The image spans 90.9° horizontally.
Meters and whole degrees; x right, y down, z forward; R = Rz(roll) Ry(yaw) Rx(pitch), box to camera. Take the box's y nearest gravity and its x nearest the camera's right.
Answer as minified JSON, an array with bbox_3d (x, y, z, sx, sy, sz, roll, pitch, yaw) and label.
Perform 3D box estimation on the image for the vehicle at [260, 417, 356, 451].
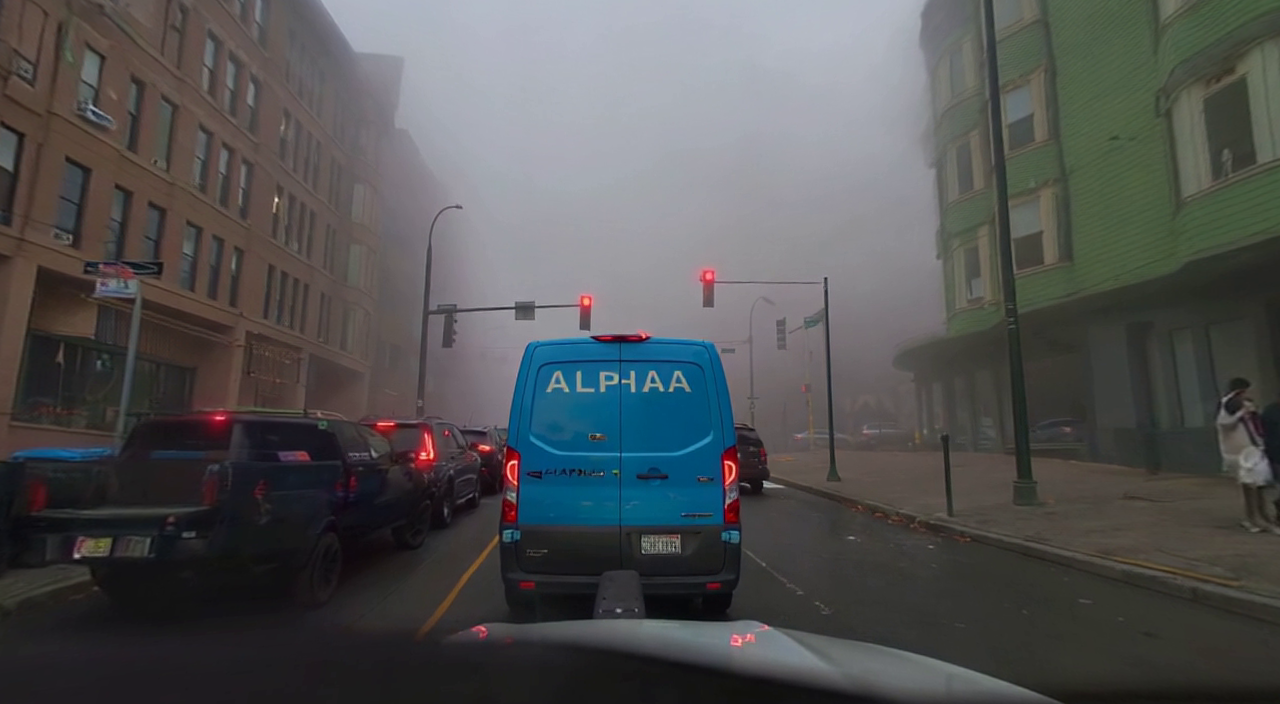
[{"bbox_3d":[-15.850,3.937,30.267,3.713,1.571,1.751,2,-8,-16],"label":"vehicle"}]

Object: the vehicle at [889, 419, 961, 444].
[{"bbox_3d":[16.102,4.504,35.660,3.381,1.391,1.529,1,-8,-11],"label":"vehicle"}]

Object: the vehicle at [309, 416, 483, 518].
[{"bbox_3d":[-3.956,1.893,10.870,1.841,1.461,3.426,1,-8,-5],"label":"vehicle"}]

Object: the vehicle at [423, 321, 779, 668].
[{"bbox_3d":[-0.326,1.059,5.701,1.951,1.907,4.266,0,-8,-3],"label":"vehicle"}]
